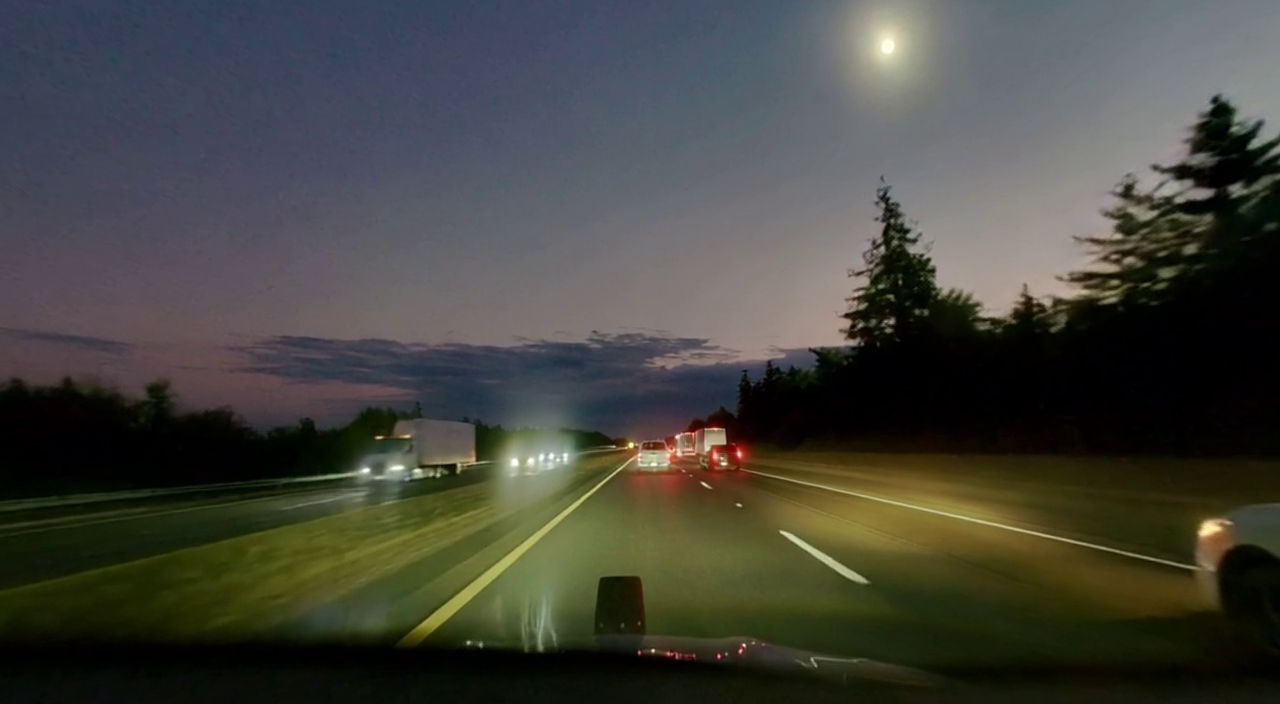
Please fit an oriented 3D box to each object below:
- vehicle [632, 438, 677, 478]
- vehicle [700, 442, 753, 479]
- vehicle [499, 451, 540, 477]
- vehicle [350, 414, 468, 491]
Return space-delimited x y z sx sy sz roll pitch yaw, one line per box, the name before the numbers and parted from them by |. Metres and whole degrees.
vehicle | 0.670 5.400 32.371 2.143 1.925 4.101 0 -9 0
vehicle | 4.196 5.321 31.251 1.961 1.689 3.971 0 -9 -1
vehicle | -8.259 7.714 43.652 1.911 1.666 4.389 0 -9 1
vehicle | -12.847 5.761 36.350 2.923 3.786 9.994 0 -9 0
